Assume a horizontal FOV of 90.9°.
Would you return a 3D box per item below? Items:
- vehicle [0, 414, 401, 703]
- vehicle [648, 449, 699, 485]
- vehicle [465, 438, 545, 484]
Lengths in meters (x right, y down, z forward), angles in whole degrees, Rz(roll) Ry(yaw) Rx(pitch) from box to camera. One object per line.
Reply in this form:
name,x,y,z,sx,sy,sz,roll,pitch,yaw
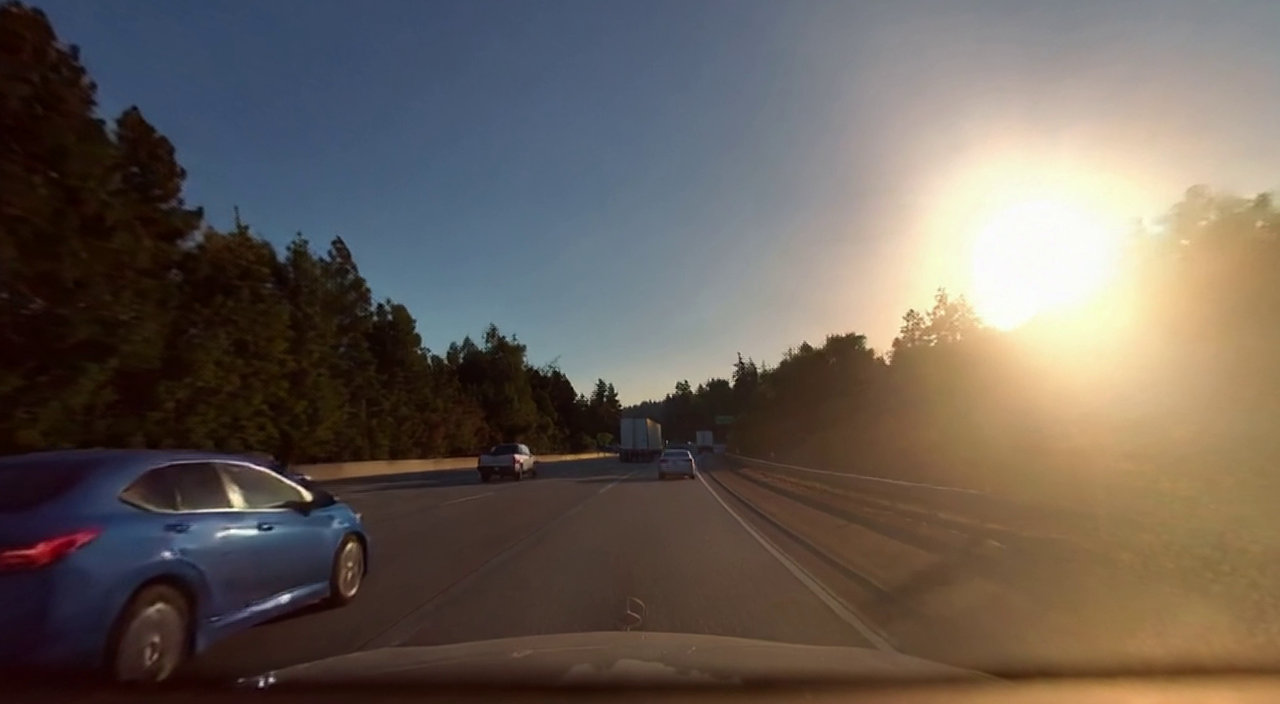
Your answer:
vehicle,-3.399,1.223,3.870,1.916,1.486,4.631,0,-9,2
vehicle,1.392,4.737,26.219,1.984,1.365,3.767,-1,-9,3
vehicle,-5.858,4.840,28.153,2.142,1.833,4.854,-1,-9,5
